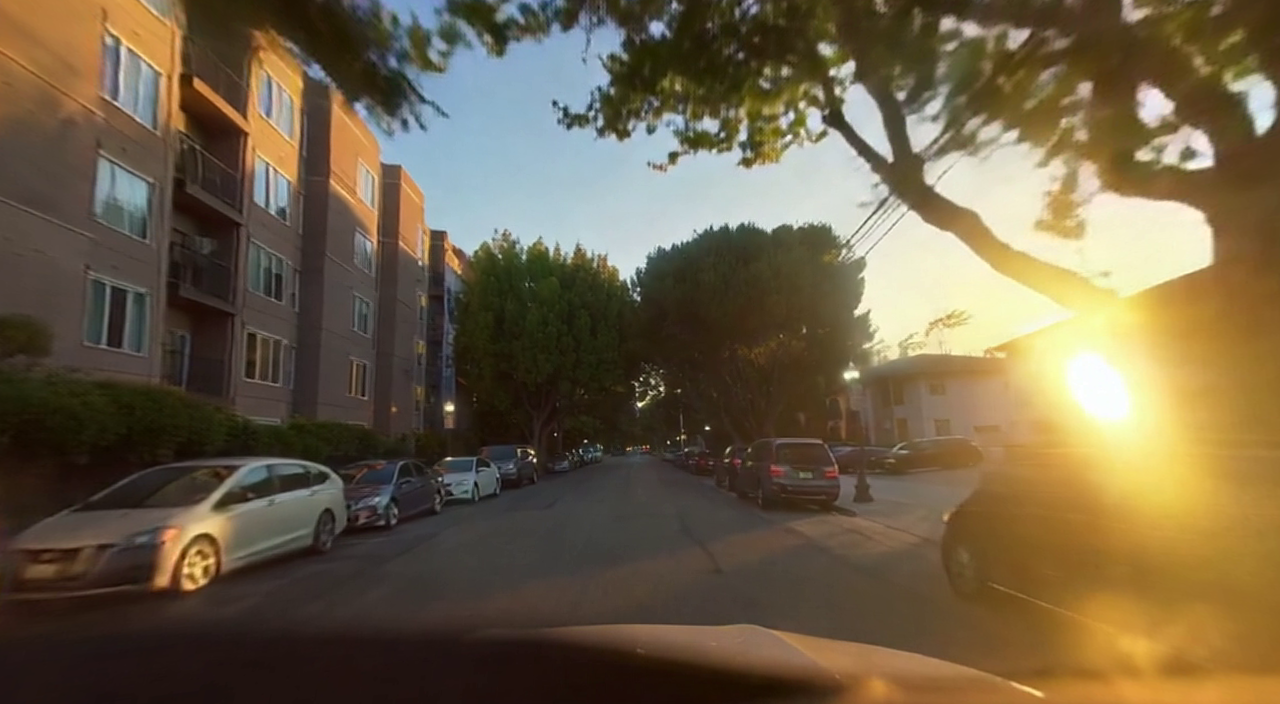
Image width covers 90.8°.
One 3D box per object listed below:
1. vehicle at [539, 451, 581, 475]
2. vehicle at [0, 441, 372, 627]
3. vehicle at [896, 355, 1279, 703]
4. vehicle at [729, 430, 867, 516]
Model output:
[{"bbox_3d":[-5.121,7.169,41.001,2.080,1.458,4.511,0,-9,1],"label":"vehicle"},{"bbox_3d":[-5.375,1.989,7.970,2.033,1.532,4.823,-3,-9,-2],"label":"vehicle"},{"bbox_3d":[3.742,1.141,4.172,2.043,1.766,4.846,0,-9,0],"label":"vehicle"},{"bbox_3d":[3.751,2.984,16.073,2.082,1.809,4.998,0,-9,-2],"label":"vehicle"}]
